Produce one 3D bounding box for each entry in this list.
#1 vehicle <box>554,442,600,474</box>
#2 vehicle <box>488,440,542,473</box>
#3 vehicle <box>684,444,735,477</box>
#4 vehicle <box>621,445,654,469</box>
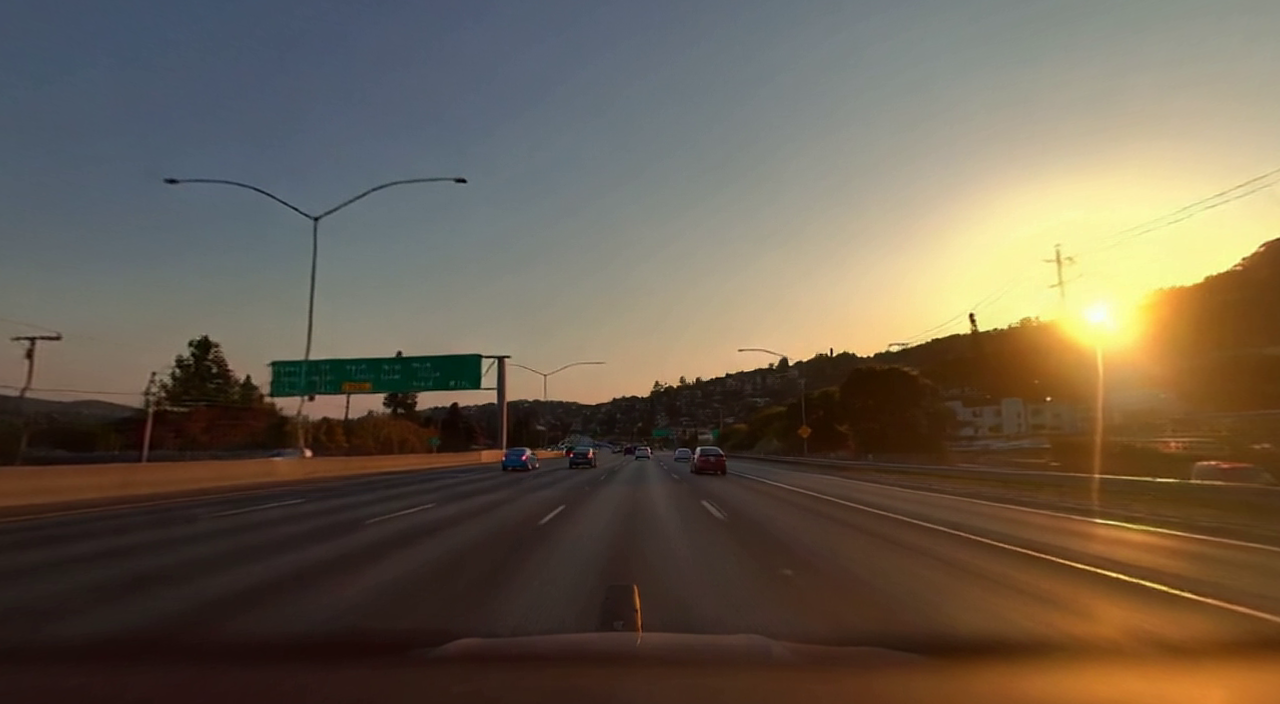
[{"bbox_3d":[-3.489,5.964,35.710,2.091,1.664,4.157,0,-9,1],"label":"vehicle"},{"bbox_3d":[-6.948,5.877,35.480,2.112,1.721,4.381,0,-9,1],"label":"vehicle"},{"bbox_3d":[3.523,5.581,32.682,2.077,1.527,4.553,0,-9,0],"label":"vehicle"},{"bbox_3d":[-0.163,7.208,43.380,2.166,1.496,4.158,0,-9,0],"label":"vehicle"}]
